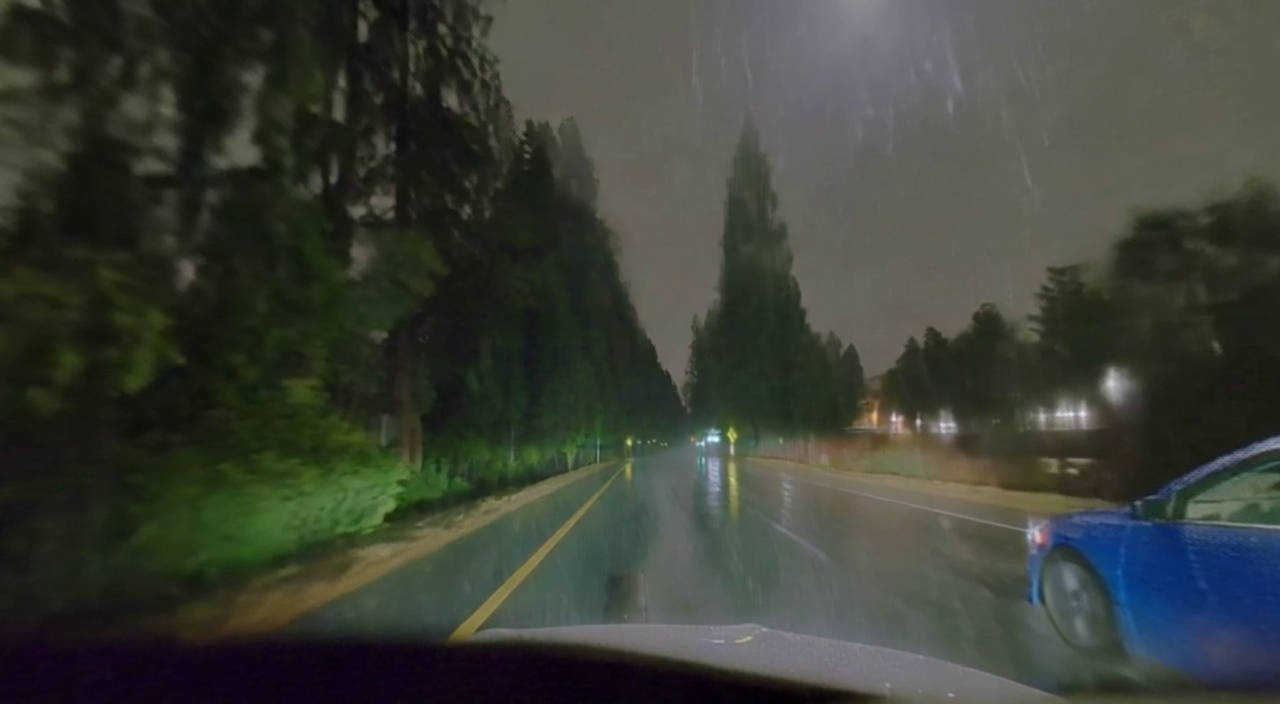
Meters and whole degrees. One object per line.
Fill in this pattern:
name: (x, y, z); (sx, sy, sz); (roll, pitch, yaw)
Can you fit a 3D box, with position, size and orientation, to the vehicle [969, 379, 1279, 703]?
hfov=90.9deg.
vehicle: (3.366, 0.810, 2.034); (2.061, 1.503, 4.823); (-1, -8, 1)
